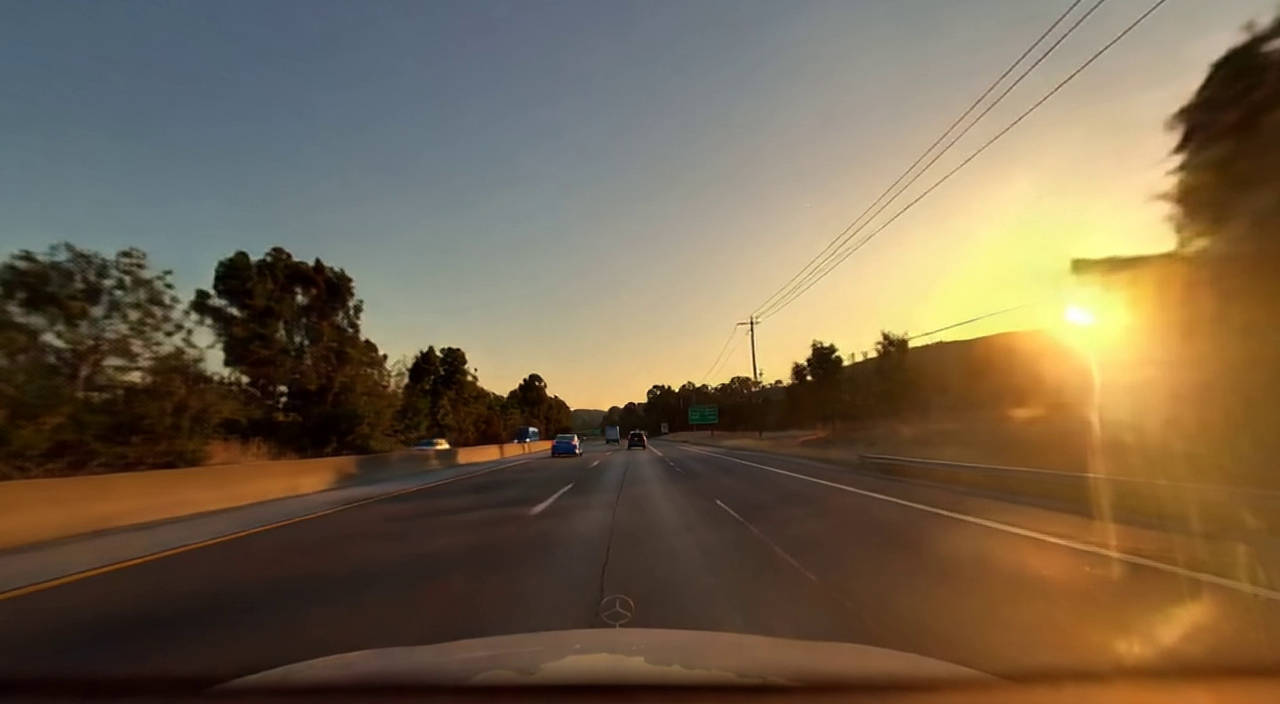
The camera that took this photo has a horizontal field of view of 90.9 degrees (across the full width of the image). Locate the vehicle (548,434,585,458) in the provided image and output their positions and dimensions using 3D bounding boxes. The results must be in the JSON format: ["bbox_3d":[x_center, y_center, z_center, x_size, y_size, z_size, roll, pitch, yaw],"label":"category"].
[{"bbox_3d":[-4.631,5.948,40.124,1.911,1.477,3.807,0,-8,0],"label":"vehicle"}]

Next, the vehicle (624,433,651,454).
[{"bbox_3d":[-0.227,6.807,46.843,1.890,1.472,3.716,0,-8,-1],"label":"vehicle"}]
